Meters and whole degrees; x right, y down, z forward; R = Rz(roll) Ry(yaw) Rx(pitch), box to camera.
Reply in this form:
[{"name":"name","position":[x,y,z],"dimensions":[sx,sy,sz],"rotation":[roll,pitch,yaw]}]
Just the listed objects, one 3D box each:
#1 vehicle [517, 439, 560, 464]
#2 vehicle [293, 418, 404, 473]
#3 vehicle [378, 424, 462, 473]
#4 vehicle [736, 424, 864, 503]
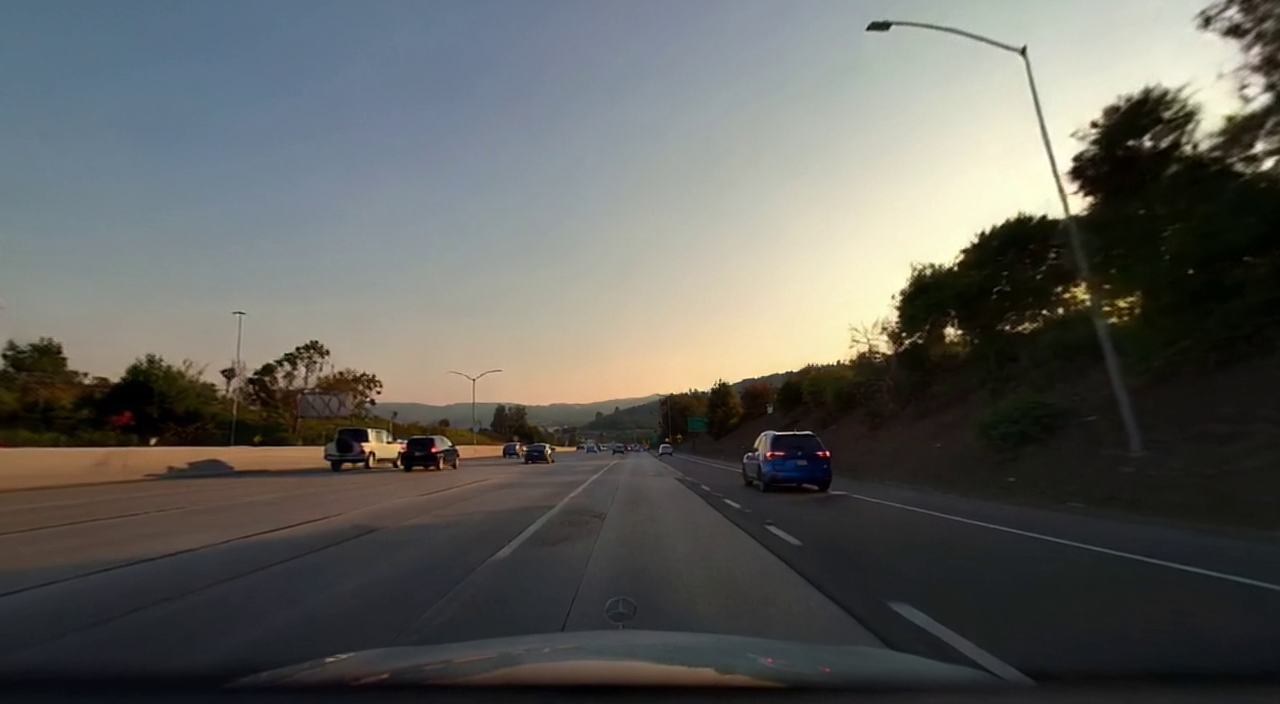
[{"name":"vehicle","position":[-7.581,7.471,47.522],"dimensions":[2.503,1.775,4.763],"rotation":[0,-9,0]},{"name":"vehicle","position":[-14.788,4.835,32.522],"dimensions":[2.647,2.508,6.337],"rotation":[0,-9,0]},{"name":"vehicle","position":[-10.921,4.880,31.792],"dimensions":[2.261,2.230,5.435],"rotation":[0,-9,0]},{"name":"vehicle","position":[4.246,3.054,17.692],"dimensions":[2.184,1.892,4.763],"rotation":[0,-9,-2]}]
